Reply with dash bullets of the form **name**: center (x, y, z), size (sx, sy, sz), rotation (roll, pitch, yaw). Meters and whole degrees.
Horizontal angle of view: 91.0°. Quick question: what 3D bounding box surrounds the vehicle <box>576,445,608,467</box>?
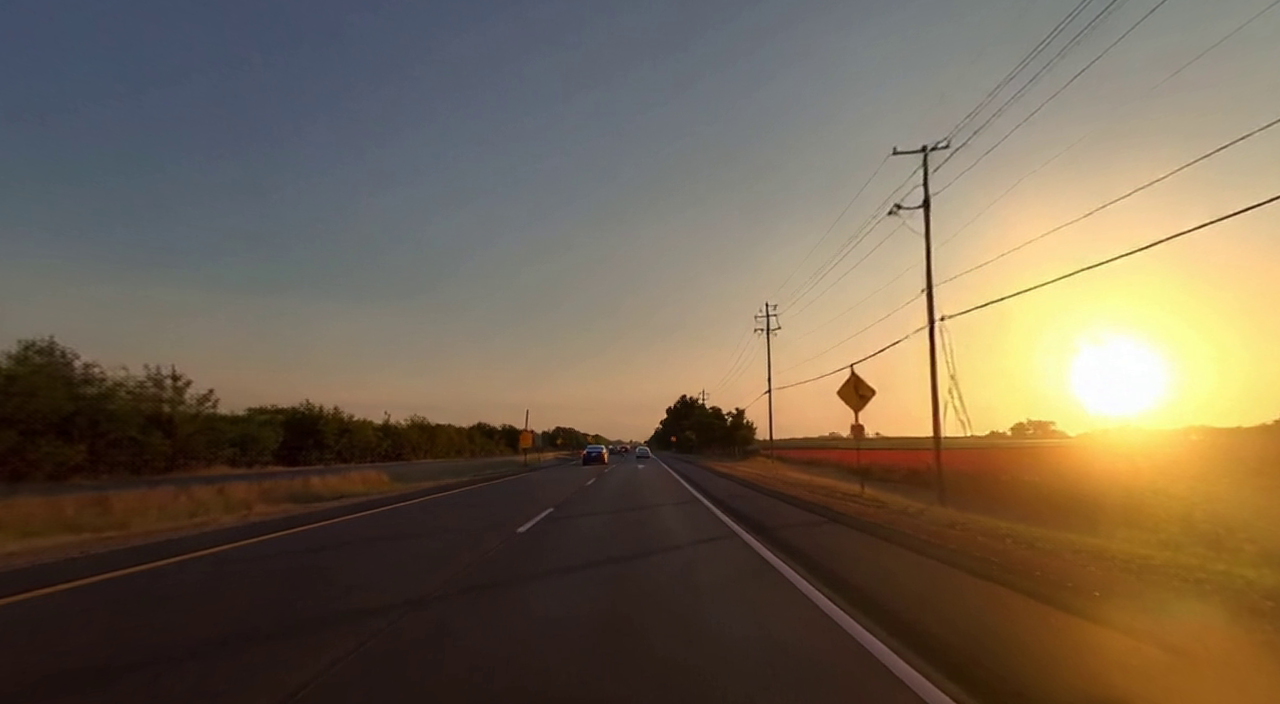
- **vehicle**: center (-3.612, 7.946, 48.259), size (2.120, 1.597, 4.810), rotation (0, -9, 0)
